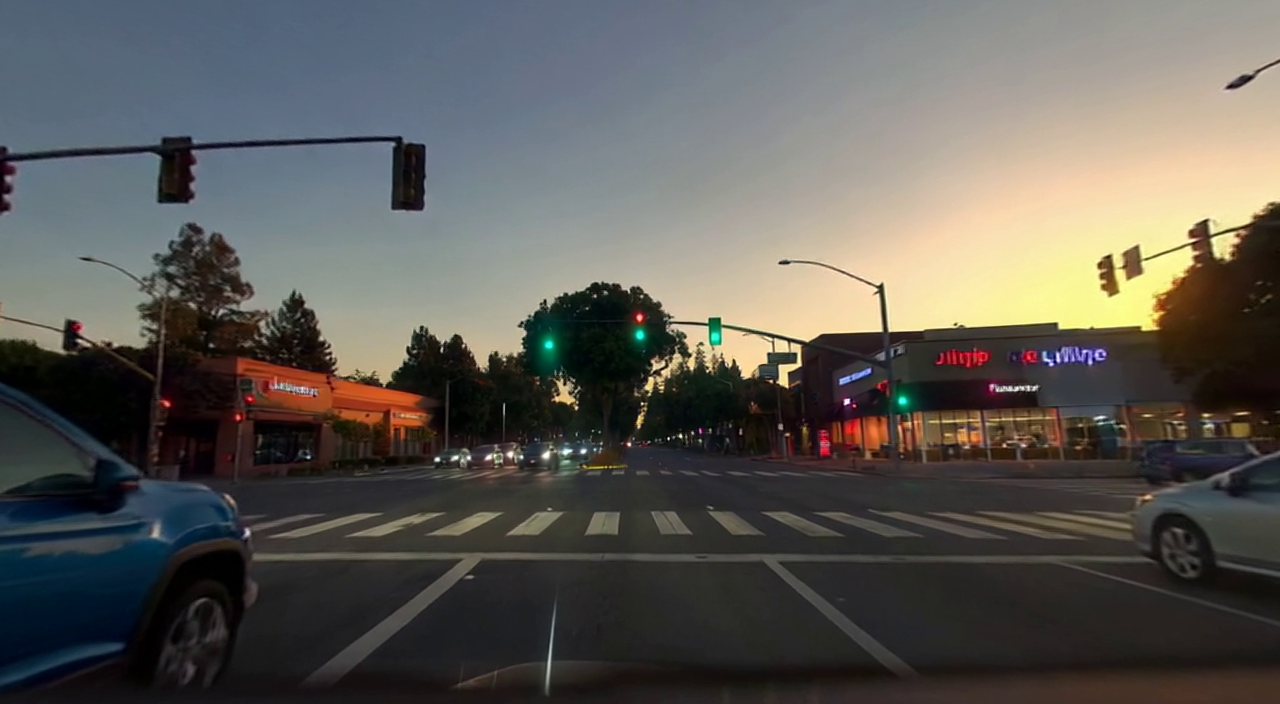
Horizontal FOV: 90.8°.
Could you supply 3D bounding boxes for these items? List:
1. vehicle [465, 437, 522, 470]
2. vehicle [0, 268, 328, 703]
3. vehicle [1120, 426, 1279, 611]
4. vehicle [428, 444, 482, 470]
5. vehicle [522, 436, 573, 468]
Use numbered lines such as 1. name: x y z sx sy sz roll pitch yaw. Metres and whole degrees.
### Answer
1. vehicle: -8.424 5.895 36.909 2.273 1.791 4.809 0 -8 -1
2. vehicle: -3.328 0.630 1.874 2.313 1.883 5.016 0 -9 -1
3. vehicle: 6.162 1.229 4.324 1.972 1.476 4.775 0 -8 0
4. vehicle: -11.336 6.441 38.944 2.003 1.476 4.082 0 -8 1
5. vehicle: -5.466 5.991 38.094 2.384 1.787 5.038 0 -8 -1
